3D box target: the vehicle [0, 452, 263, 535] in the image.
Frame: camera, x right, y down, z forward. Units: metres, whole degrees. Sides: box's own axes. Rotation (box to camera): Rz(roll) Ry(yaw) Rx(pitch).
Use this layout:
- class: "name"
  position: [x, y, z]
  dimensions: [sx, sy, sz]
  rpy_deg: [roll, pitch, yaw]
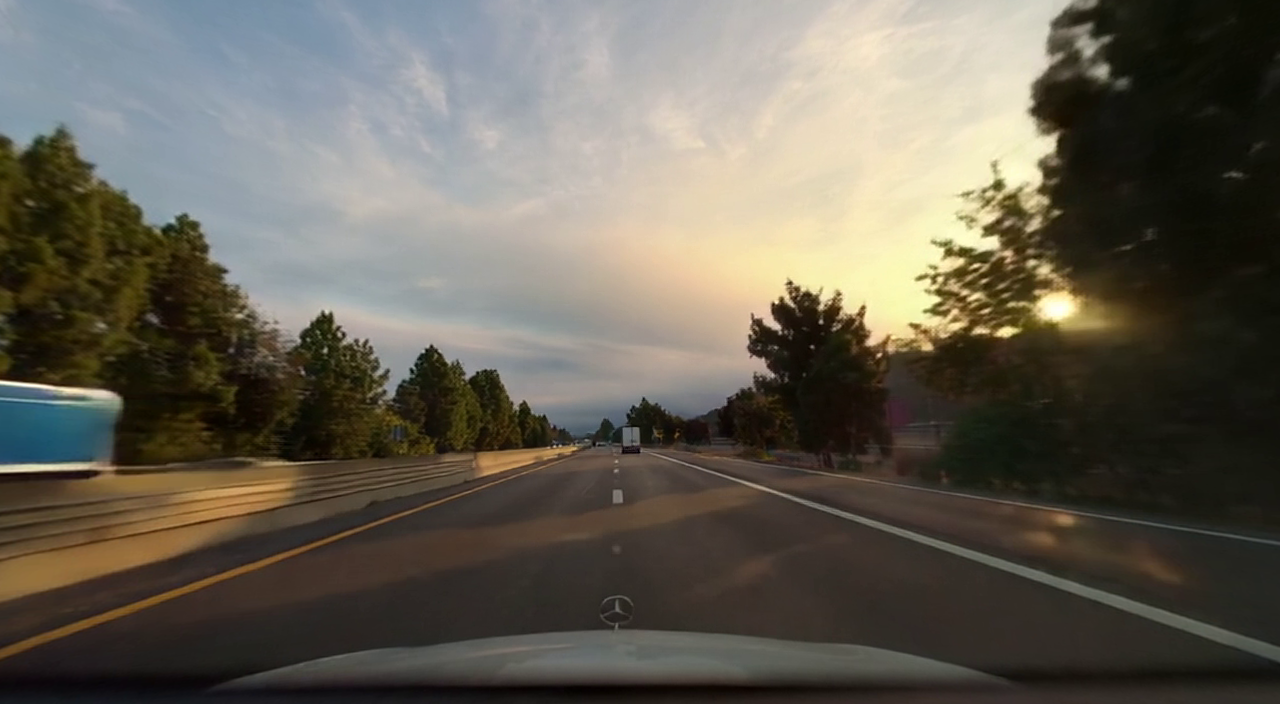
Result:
- class: "vehicle"
  position: [-15.459, 3.919, 18.836]
  dimensions: [2.738, 1.680, 9.650]
  rpy_deg: [0, -8, -2]

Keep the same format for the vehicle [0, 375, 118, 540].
- class: "vehicle"
  position: [-15.262, 1.984, 11.545]
  dimensions: [2.767, 3.576, 10.408]
  rpy_deg: [0, -8, -2]
